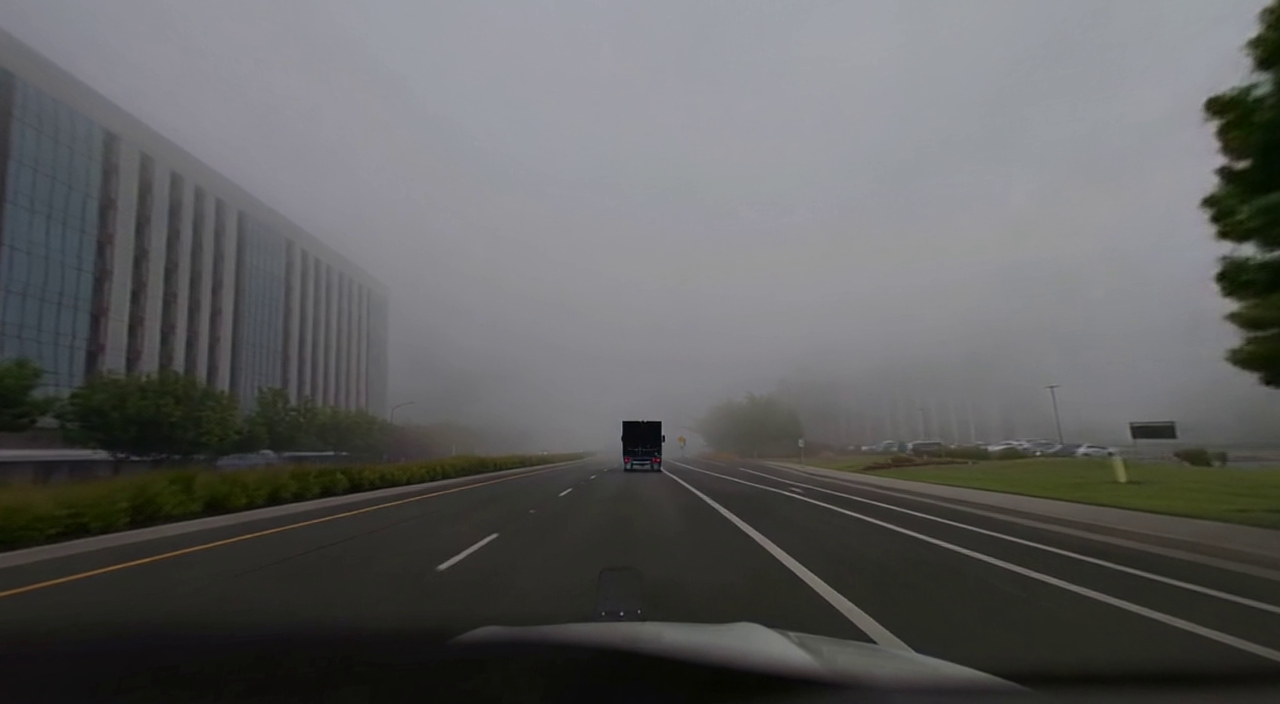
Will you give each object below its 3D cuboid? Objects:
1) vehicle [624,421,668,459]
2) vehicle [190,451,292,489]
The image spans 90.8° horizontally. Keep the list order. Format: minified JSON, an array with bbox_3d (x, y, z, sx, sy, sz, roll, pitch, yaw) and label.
[{"bbox_3d":[0.266,4.717,33.667,2.178,1.829,4.932,0,-8,-1],"label":"vehicle"},{"bbox_3d":[-19.327,5.698,30.884,1.930,1.633,4.622,0,-8,0],"label":"vehicle"}]
